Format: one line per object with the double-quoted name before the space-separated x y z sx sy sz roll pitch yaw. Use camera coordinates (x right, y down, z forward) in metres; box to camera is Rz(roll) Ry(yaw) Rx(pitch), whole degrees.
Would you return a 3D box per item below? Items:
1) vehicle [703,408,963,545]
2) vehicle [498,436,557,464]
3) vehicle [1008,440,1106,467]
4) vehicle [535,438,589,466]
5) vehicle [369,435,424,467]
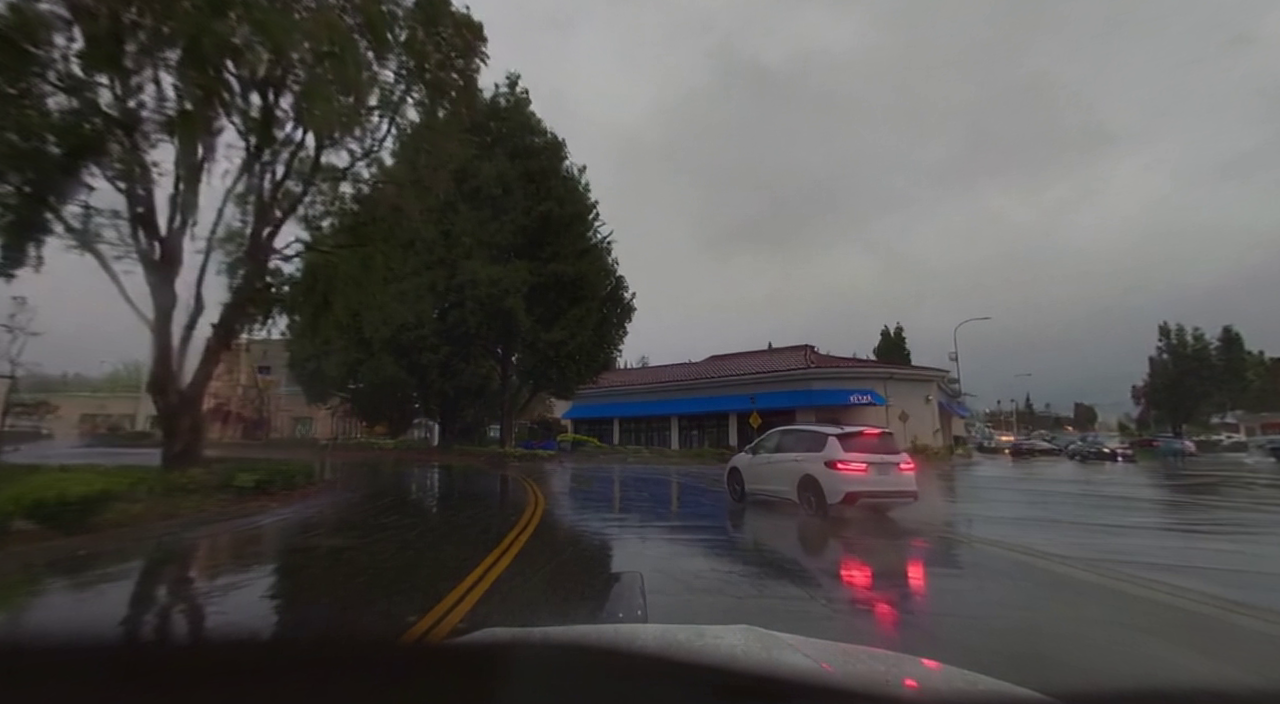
"vehicle" 2.848 2.022 10.968 2.292 1.767 5.128 1 -9 -8
"vehicle" -7.929 6.842 44.168 2.278 1.805 4.950 5 -10 -33
"vehicle" 26.035 6.339 39.558 4.800 1.574 1.815 -8 -12 43
"vehicle" -4.888 6.176 39.126 2.007 1.639 4.444 4 -9 -25
"vehicle" -16.148 6.493 41.708 2.319 1.976 4.839 5 -10 -33
